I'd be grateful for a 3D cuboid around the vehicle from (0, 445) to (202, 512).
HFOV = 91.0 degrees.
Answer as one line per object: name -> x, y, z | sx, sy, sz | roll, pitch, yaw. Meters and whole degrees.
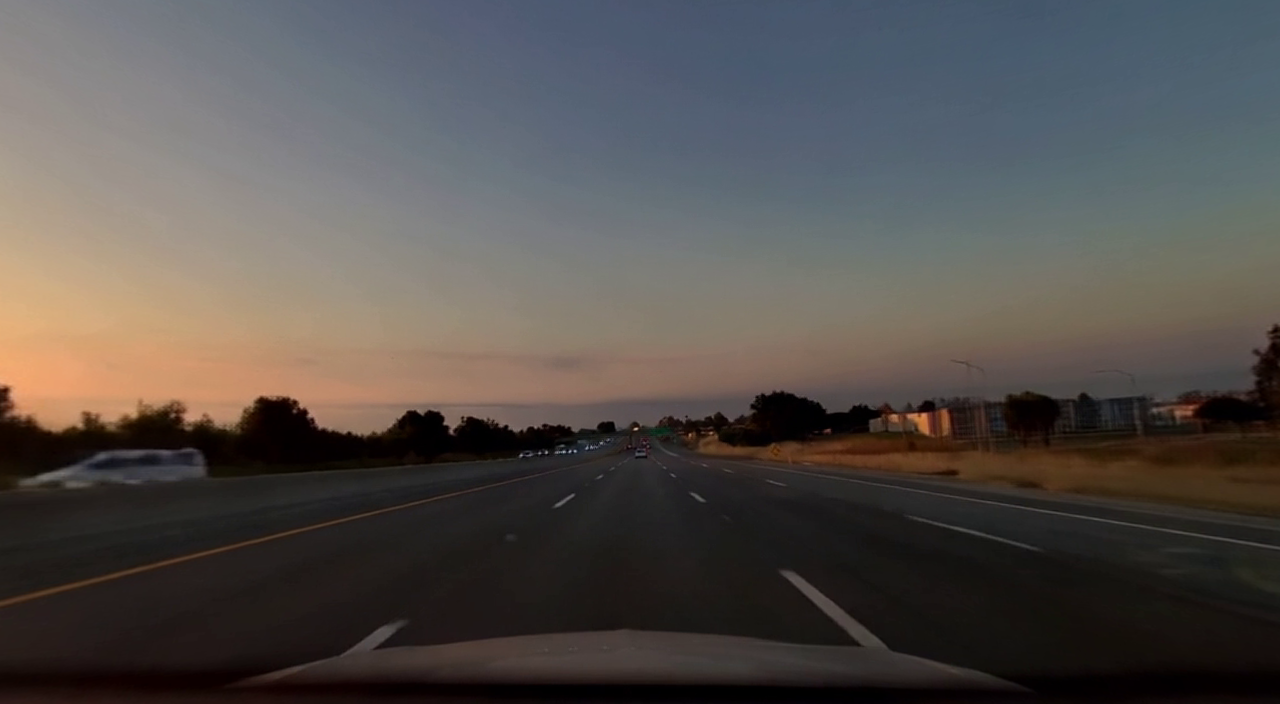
vehicle -> -17.557, 3.977, 20.539 | 2.230, 1.847, 5.795 | 0, -9, 1
